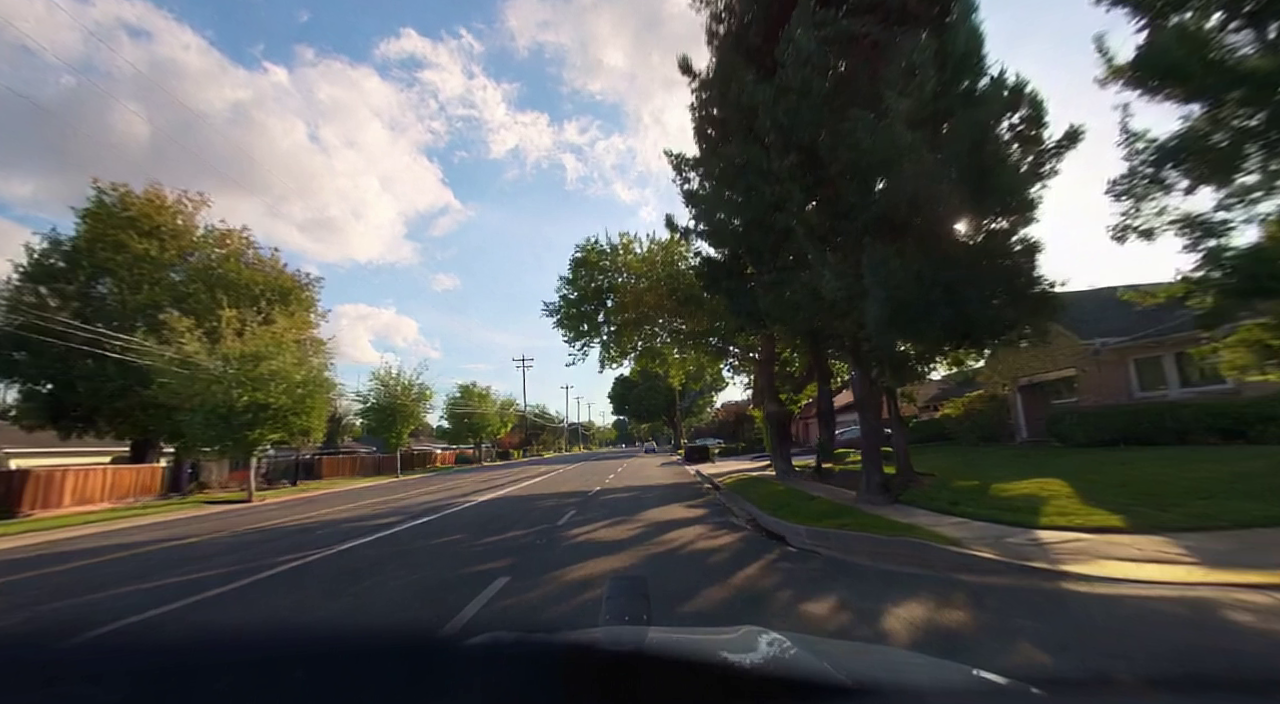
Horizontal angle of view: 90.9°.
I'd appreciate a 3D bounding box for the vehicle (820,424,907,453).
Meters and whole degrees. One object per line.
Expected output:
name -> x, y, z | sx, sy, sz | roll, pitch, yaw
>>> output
vehicle -> 11.847, 4.629, 33.616 | 3.992, 1.486, 1.727 | 0, -9, 1
